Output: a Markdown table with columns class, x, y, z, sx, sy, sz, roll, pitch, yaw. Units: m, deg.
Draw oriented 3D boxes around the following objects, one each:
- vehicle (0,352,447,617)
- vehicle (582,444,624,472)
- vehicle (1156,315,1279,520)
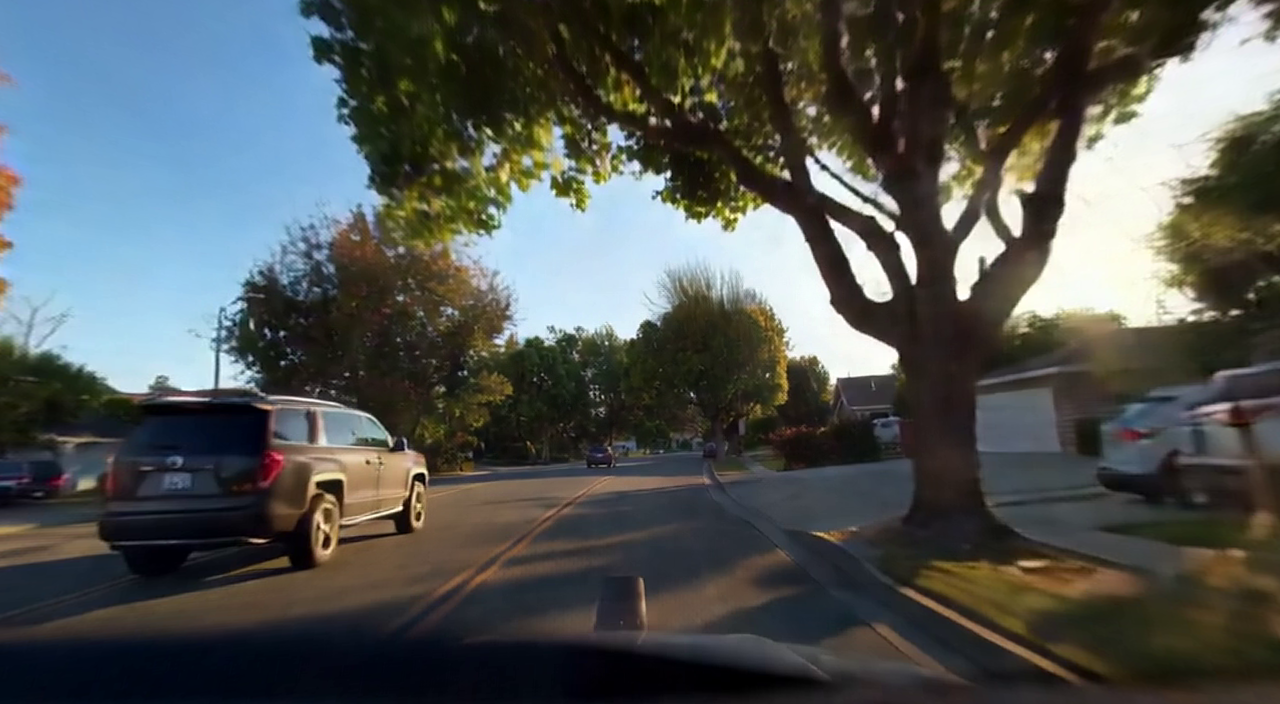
| class | x | y | z | sx | sy | sz | roll | pitch | yaw |
| --- | --- | --- | --- | --- | --- | --- | --- | --- | --- |
| vehicle | -4.171 | 1.417 | 7.614 | 2.085 | 2.084 | 5.133 | 0 | -9 | 0 |
| vehicle | -2.287 | 6.670 | 40.093 | 2.001 | 1.664 | 4.174 | -1 | -9 | 6 |
| vehicle | 8.801 | 0.611 | 6.005 | 5.492 | 1.923 | 2.103 | -3 | -9 | 22 |
